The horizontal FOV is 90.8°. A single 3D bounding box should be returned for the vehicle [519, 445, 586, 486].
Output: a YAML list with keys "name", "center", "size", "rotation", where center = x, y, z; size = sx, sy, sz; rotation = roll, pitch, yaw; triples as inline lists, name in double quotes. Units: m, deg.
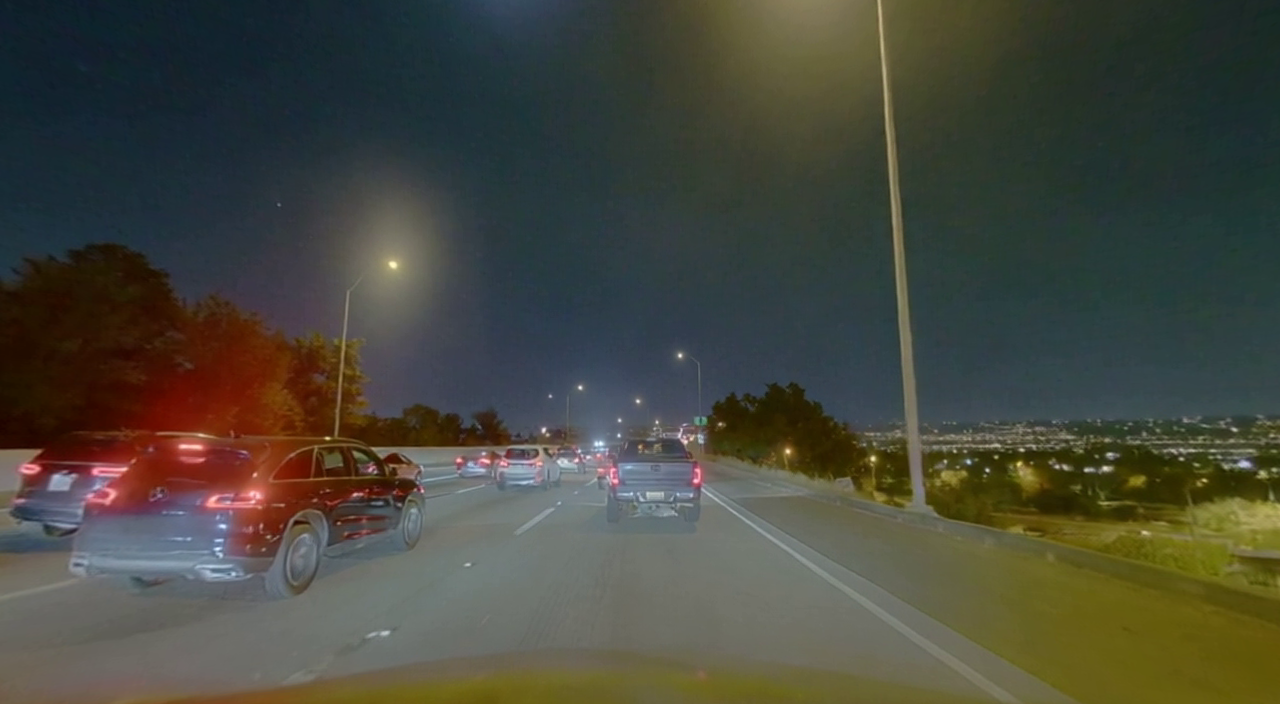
- name: "vehicle"
  center: [-3.400, 4.483, 25.282]
  size: [1.868, 1.470, 4.105]
  rotation: [-1, -9, 4]

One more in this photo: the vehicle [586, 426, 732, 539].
- name: "vehicle"
  center: [0.327, 2.339, 11.971]
  size: [2.235, 1.716, 4.435]
  rotation: [0, -9, 1]

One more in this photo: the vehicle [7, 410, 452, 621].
- name: "vehicle"
  center: [-4.036, 1.661, 7.398]
  size: [2.076, 1.688, 4.334]
  rotation: [-1, -9, 4]

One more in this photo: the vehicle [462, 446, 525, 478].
- name: "vehicle"
  center: [-7.284, 5.489, 31.802]
  size: [1.856, 1.459, 4.251]
  rotation: [-1, -9, 4]
